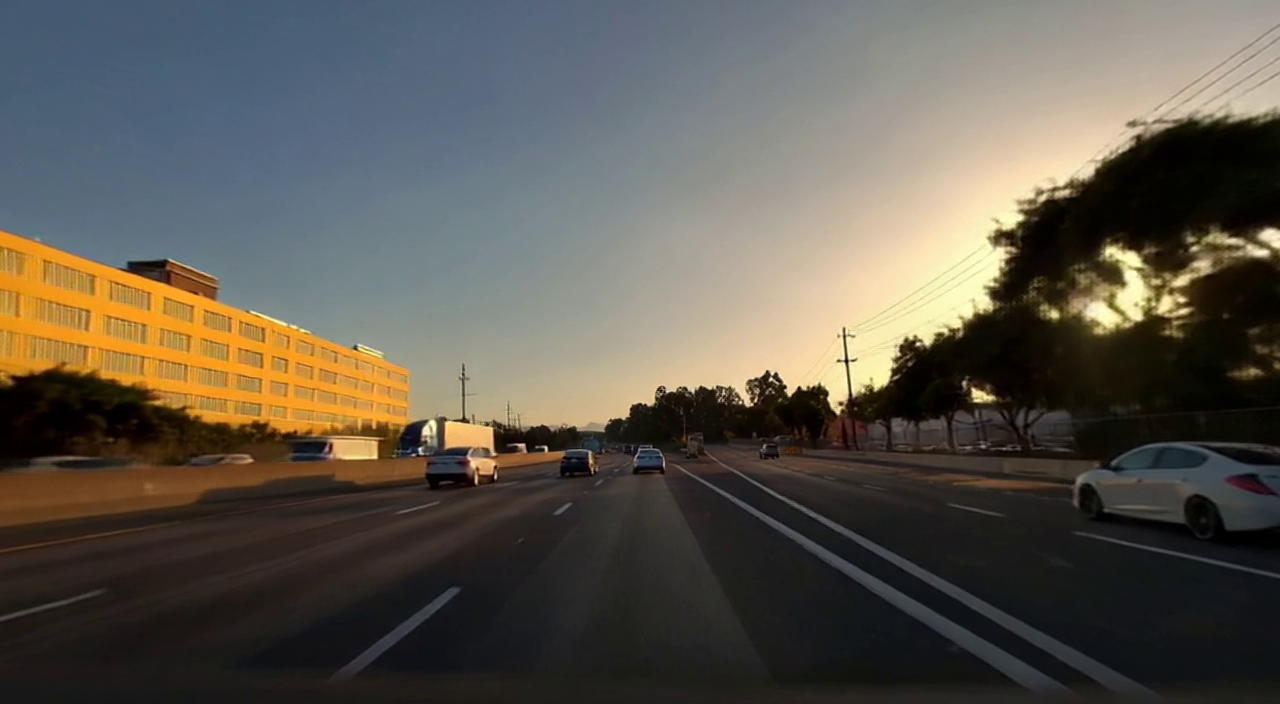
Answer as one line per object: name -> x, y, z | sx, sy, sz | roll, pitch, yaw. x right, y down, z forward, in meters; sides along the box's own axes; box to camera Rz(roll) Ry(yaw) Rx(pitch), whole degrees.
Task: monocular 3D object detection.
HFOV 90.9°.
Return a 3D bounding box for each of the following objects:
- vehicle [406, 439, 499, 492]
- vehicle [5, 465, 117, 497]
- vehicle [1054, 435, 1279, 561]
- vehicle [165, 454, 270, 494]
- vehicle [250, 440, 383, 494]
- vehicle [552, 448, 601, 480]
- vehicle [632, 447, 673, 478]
vehicle -> -7.204, 4.379, 24.851 | 2.106, 1.827, 4.814 | -1, -8, 1
vehicle -> -28.488, 6.337, 31.208 | 1.896, 1.447, 3.814 | 0, -10, -1
vehicle -> 8.768, 2.046, 9.699 | 1.966, 1.484, 4.610 | -1, -8, 5
vehicle -> -20.181, 5.793, 30.378 | 1.853, 1.671, 4.525 | -1, -8, 1
vehicle -> -12.919, 4.592, 25.771 | 2.283, 1.915, 5.774 | -1, -8, 1
vehicle -> -3.312, 5.920, 33.671 | 2.059, 1.508, 4.662 | -1, -8, 1
vehicle -> 0.641, 6.037, 34.768 | 2.107, 1.538, 3.999 | 0, -8, 0
